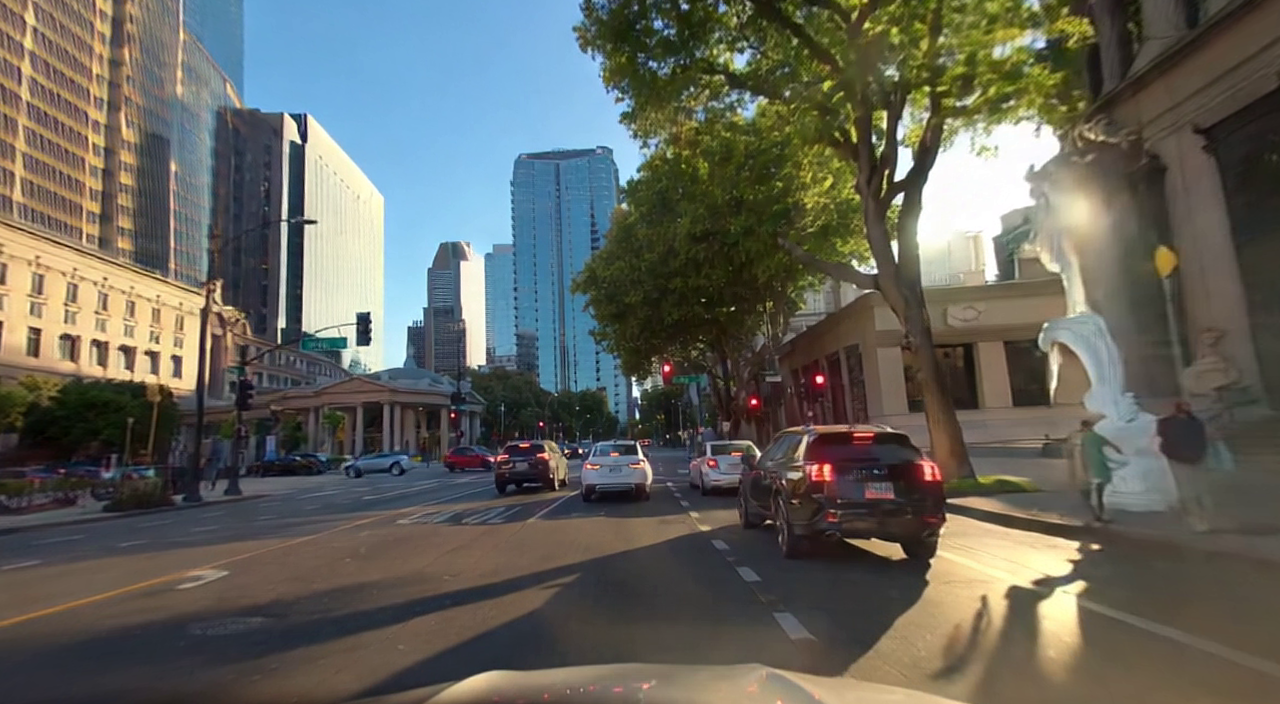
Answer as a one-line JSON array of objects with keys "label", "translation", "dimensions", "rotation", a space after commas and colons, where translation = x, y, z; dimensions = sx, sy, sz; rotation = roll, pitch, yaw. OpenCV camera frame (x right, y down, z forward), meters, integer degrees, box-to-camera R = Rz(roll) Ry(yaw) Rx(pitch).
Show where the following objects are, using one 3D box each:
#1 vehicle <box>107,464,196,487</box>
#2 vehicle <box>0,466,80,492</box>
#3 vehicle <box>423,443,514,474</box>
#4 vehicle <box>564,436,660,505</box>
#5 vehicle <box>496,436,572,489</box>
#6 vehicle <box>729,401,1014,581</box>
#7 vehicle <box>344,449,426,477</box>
[{"label": "vehicle", "translation": [-32.359, 8.172, 41.925], "dimensions": [4.392, 1.427, 1.764], "rotation": [0, -9, -1]}, {"label": "vehicle", "translation": [-40.214, 8.427, 41.961], "dimensions": [4.224, 1.622, 1.808], "rotation": [0, -9, -1]}, {"label": "vehicle", "translation": [-10.238, 6.325, 37.746], "dimensions": [4.855, 1.769, 2.071], "rotation": [4, -9, -26]}, {"label": "vehicle", "translation": [-0.642, 2.918, 16.000], "dimensions": [2.096, 1.492, 4.071], "rotation": [0, -8, -1]}, {"label": "vehicle", "translation": [-3.611, 3.847, 22.408], "dimensions": [2.045, 1.633, 4.864], "rotation": [0, -8, -2]}, {"label": "vehicle", "translation": [2.611, 1.703, 8.541], "dimensions": [2.096, 1.775, 4.440], "rotation": [0, -8, -1]}, {"label": "vehicle", "translation": [-16.935, 7.372, 42.187], "dimensions": [1.953, 1.752, 4.612], "rotation": [-7, -11, 39]}]
